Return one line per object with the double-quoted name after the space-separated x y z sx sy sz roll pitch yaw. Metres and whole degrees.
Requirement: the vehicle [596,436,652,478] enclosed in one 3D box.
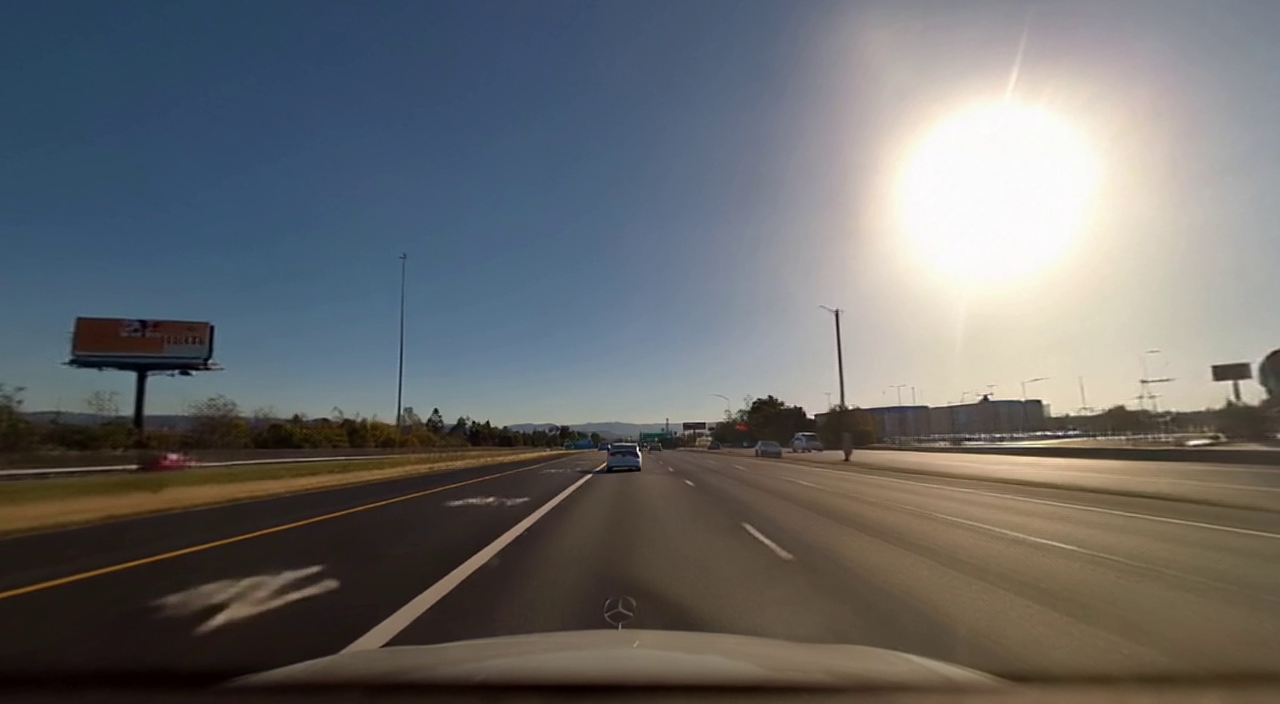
-0.619 4.317 26.047 2.147 1.576 3.964 0 -8 0 "vehicle"
